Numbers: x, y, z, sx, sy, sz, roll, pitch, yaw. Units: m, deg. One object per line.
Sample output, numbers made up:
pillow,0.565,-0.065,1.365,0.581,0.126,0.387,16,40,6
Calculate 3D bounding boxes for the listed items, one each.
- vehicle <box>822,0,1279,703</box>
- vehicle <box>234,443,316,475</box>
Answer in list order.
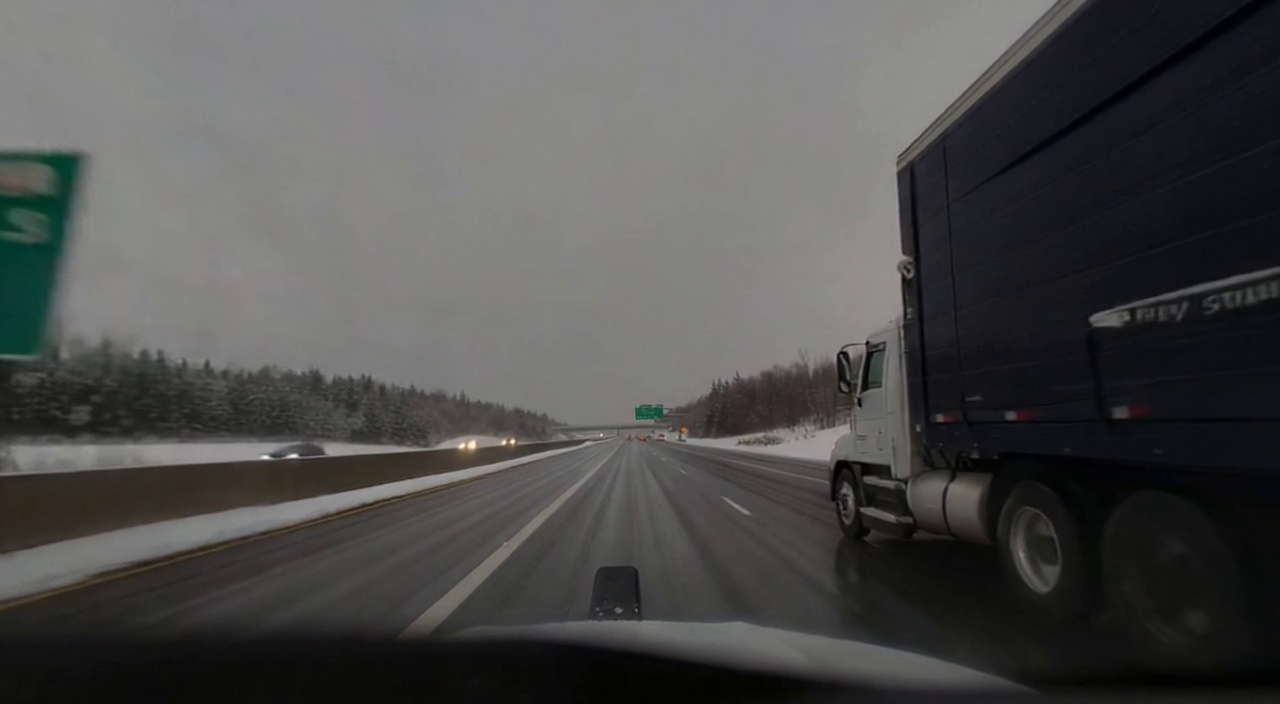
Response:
vehicle,4.127,-0.439,1.726,3.220,3.912,12.116,0,-8,-2
vehicle,-18.988,5.550,32.894,1.869,1.522,3.997,0,-8,0
